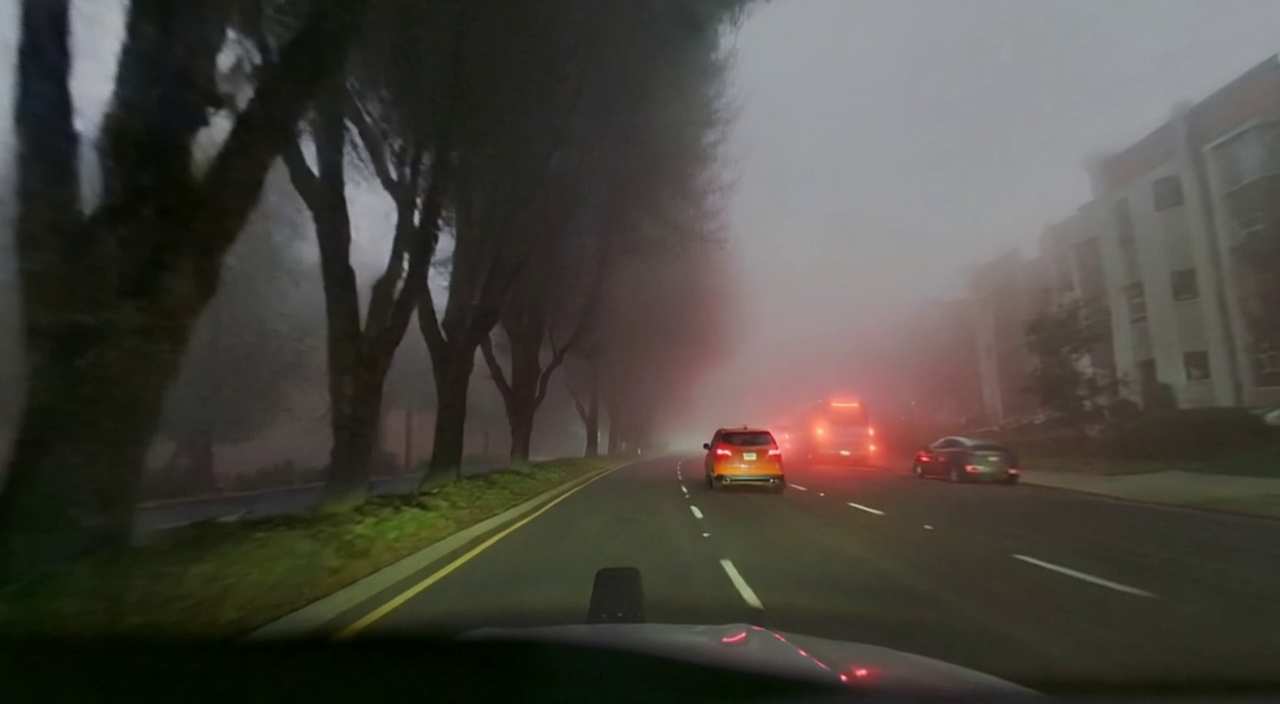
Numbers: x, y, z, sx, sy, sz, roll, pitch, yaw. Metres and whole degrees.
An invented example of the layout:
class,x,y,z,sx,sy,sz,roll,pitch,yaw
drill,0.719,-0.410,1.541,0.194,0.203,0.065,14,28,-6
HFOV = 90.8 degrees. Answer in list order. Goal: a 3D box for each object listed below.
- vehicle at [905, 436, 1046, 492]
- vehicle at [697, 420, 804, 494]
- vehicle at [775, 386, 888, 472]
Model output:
class,x,y,z,sx,sy,sz,roll,pitch,yaw
vehicle,10.090,3.378,19.520,1.870,1.504,4.823,0,-8,3
vehicle,2.960,2.953,18.058,2.215,1.812,4.569,0,-9,0
vehicle,11.339,5.077,40.149,2.887,4.158,18.418,-1,-8,5
